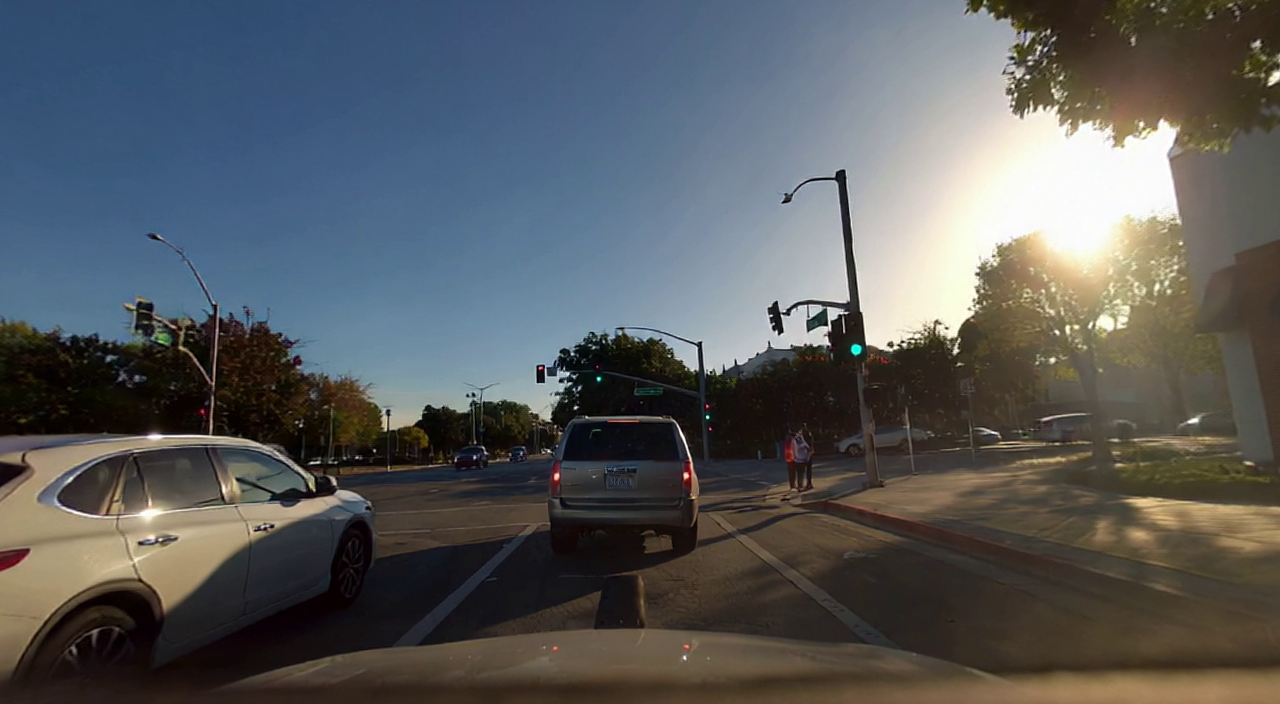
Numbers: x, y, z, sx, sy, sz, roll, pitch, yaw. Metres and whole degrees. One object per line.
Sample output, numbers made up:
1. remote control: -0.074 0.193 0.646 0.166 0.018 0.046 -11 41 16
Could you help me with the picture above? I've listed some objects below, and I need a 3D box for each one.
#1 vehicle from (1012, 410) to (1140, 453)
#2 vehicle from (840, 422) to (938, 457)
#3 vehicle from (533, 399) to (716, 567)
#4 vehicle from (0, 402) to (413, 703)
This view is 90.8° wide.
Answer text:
1. vehicle: 21.423 3.913 31.082 5.215 1.967 2.392 1 -9 -19
2. vehicle: 14.022 4.941 35.593 4.872 1.806 2.107 3 -9 -20
3. vehicle: -0.186 1.796 9.342 2.059 1.877 4.249 0 -8 0
4. vehicle: -3.377 1.261 4.554 2.011 1.527 4.008 0 -8 -1
